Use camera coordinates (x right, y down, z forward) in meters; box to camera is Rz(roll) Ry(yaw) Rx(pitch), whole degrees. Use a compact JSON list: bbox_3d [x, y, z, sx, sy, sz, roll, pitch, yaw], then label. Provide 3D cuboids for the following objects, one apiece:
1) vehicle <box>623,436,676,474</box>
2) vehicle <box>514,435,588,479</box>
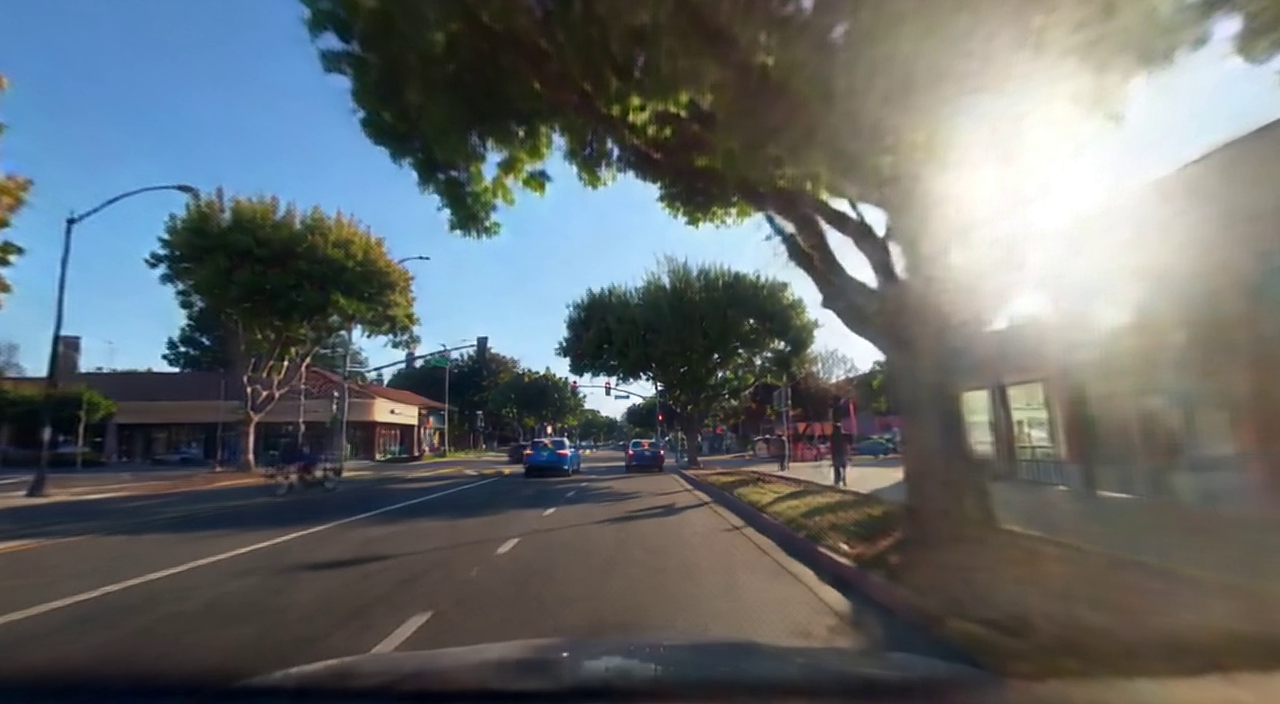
[{"bbox_3d":[0.357,4.263,26.433,2.059,1.456,4.047,0,-8,0],"label":"vehicle"},{"bbox_3d":[-3.210,3.889,23.621,2.032,1.467,4.411,0,-8,1],"label":"vehicle"}]
